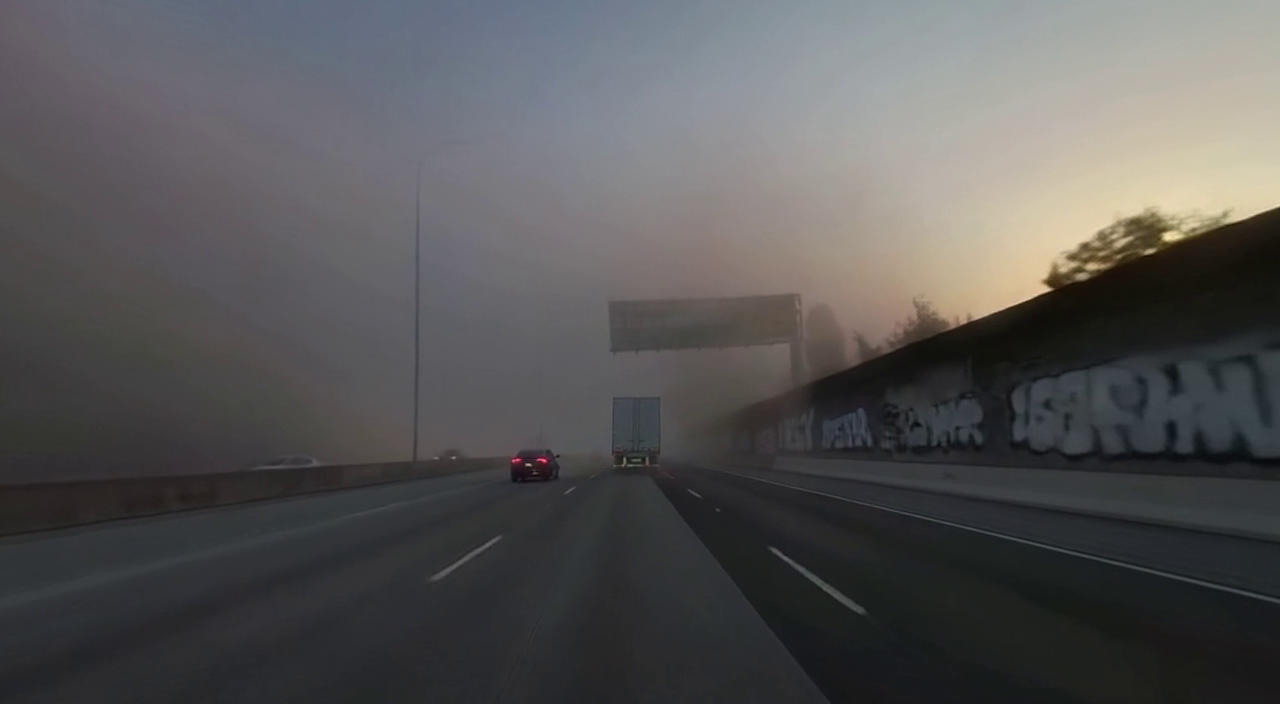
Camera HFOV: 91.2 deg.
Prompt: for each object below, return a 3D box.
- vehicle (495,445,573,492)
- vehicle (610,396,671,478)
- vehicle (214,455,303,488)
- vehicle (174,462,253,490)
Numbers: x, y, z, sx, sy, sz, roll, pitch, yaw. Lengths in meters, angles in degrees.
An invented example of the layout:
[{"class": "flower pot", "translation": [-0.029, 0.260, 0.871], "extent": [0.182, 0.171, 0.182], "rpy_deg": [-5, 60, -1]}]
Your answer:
[{"class": "vehicle", "translation": [-3.733, 4.193, 22.862], "extent": [2.158, 1.538, 4.047], "rpy_deg": [0, -9, 0]}, {"class": "vehicle", "translation": [-0.067, 5.076, 36.698], "extent": [3.042, 4.023, 10.832], "rpy_deg": [0, -9, -1]}, {"class": "vehicle", "translation": [-19.675, 6.168, 32.553], "extent": [1.841, 1.531, 4.395], "rpy_deg": [0, -9, -1]}, {"class": "vehicle", "translation": [-23.933, 6.950, 35.331], "extent": [1.781, 1.438, 3.826], "rpy_deg": [0, -9, 0]}]
